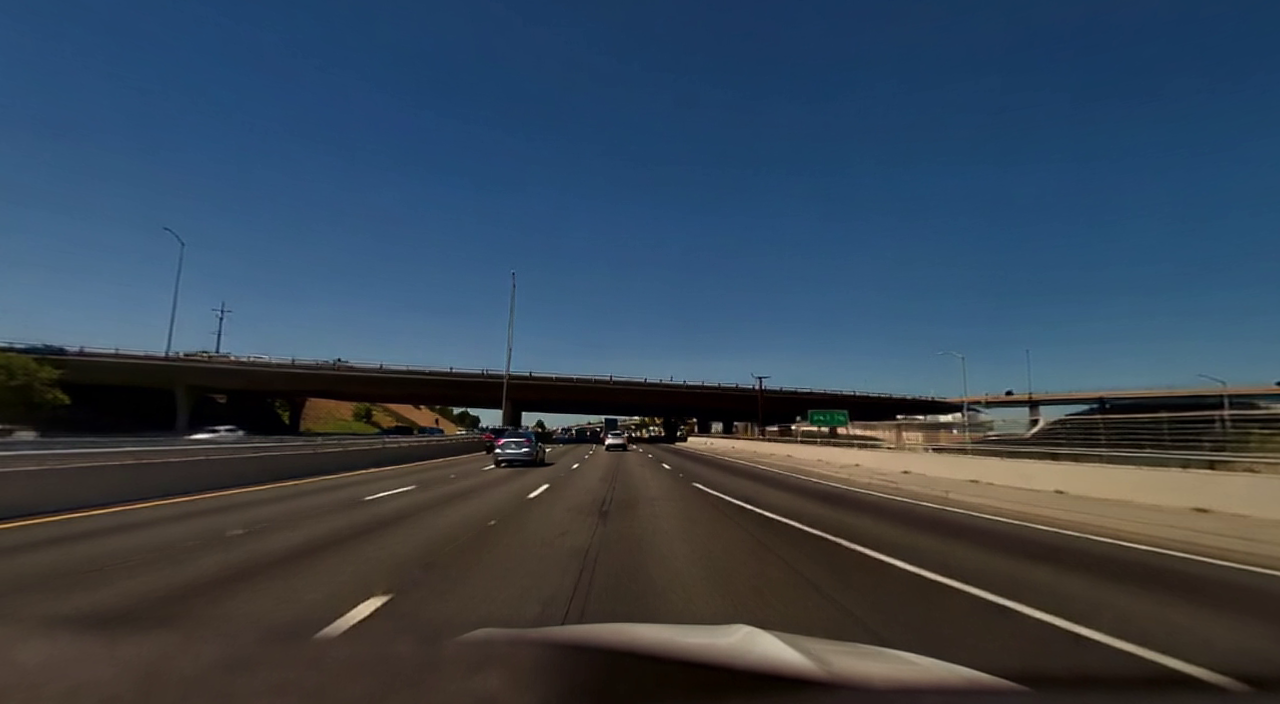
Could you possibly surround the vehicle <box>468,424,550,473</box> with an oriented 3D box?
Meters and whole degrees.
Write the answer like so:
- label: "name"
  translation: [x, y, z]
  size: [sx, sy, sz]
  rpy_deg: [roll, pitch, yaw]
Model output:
- label: "vehicle"
  translation: [-4.773, 3.594, 23.729]
  size: [2.123, 1.601, 4.887]
  rpy_deg: [0, -8, -1]
